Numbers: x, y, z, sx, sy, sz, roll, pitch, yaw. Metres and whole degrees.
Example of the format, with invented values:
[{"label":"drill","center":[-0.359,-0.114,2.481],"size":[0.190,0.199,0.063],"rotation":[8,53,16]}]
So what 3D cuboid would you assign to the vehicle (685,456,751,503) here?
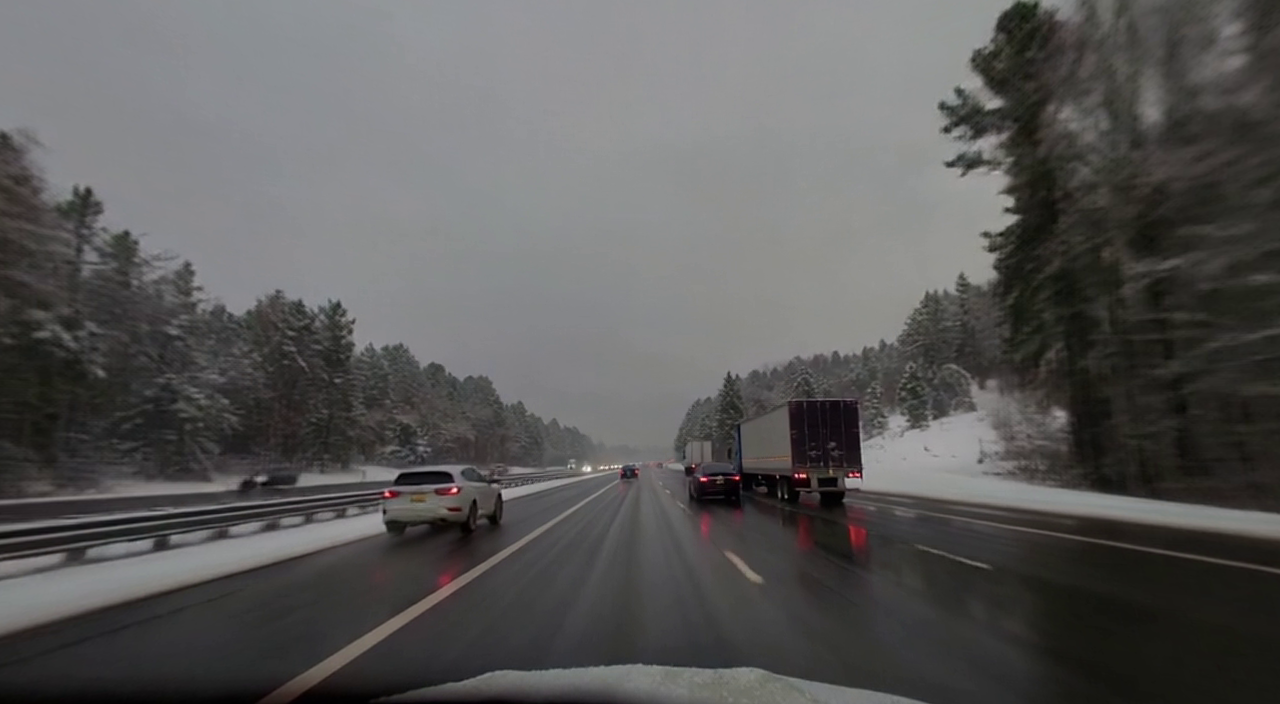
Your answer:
[{"label":"vehicle","center":[3.074,5.177,25.738],"size":[2.050,1.708,4.457],"rotation":[1,-10,-2]}]

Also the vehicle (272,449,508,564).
[{"label":"vehicle","center":[-3.852,2.493,10.809],"size":[2.065,1.485,4.682],"rotation":[1,-10,1]}]

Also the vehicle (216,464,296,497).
[{"label":"vehicle","center":[-19.209,6.436,31.621],"size":[1.738,1.489,3.511],"rotation":[1,-10,0]}]

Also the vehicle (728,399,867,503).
[{"label":"vehicle","center":[7.525,5.518,33.881],"size":[2.861,4.086,17.499],"rotation":[1,-10,0]}]

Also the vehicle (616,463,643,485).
[{"label":"vehicle","center":[-0.787,9.561,49.368],"size":[2.025,1.547,4.150],"rotation":[1,-10,0]}]
